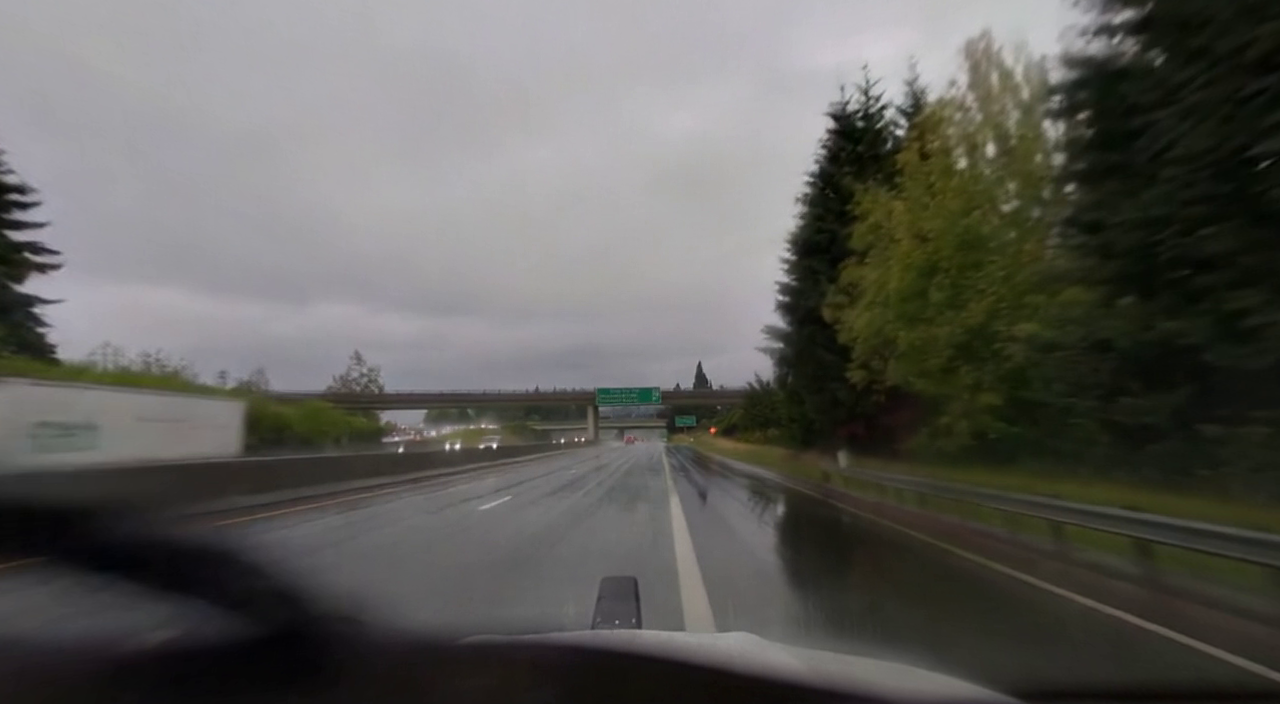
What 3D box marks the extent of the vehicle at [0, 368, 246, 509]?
[{"bbox_3d":[-16.757,2.543,18.416,3.161,3.320,10.997,0,-8,1],"label":"vehicle"}]
